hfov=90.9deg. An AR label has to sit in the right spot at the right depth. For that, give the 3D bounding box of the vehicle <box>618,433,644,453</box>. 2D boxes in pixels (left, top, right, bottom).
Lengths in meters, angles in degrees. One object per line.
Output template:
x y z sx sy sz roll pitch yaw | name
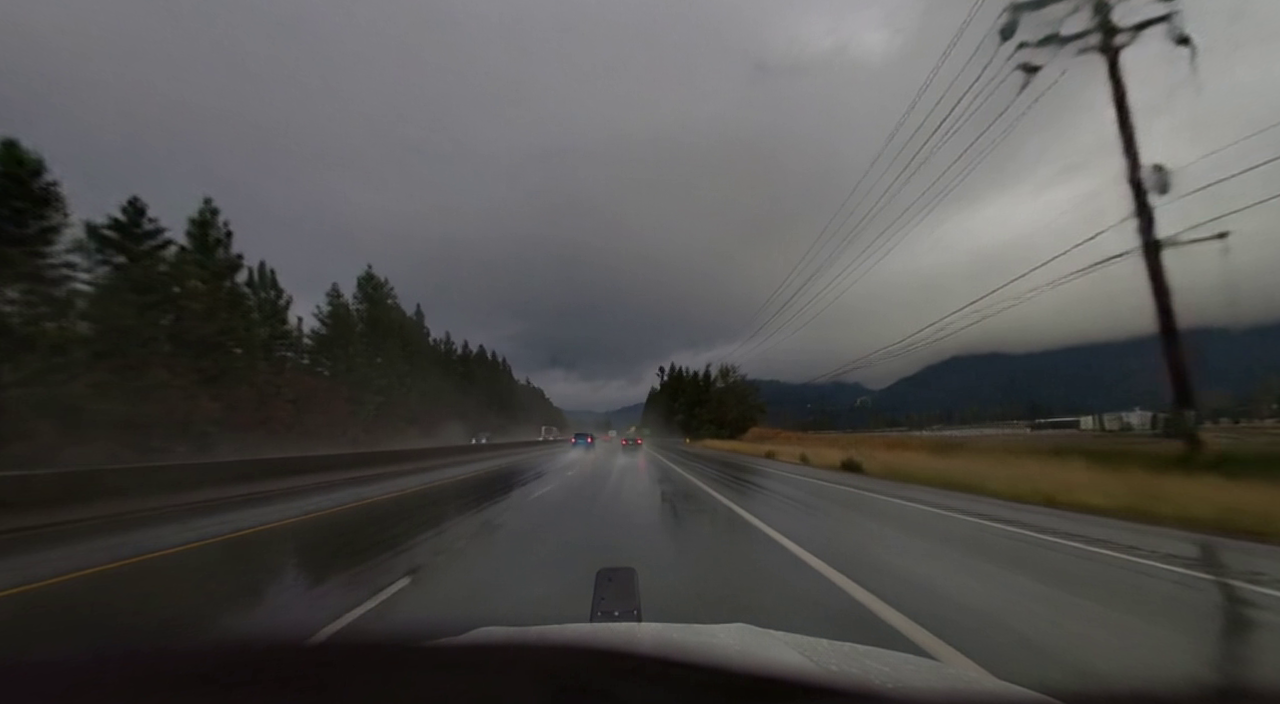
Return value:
-0.706 7.019 48.581 1.890 1.472 3.716 0 -8 -2 | vehicle
